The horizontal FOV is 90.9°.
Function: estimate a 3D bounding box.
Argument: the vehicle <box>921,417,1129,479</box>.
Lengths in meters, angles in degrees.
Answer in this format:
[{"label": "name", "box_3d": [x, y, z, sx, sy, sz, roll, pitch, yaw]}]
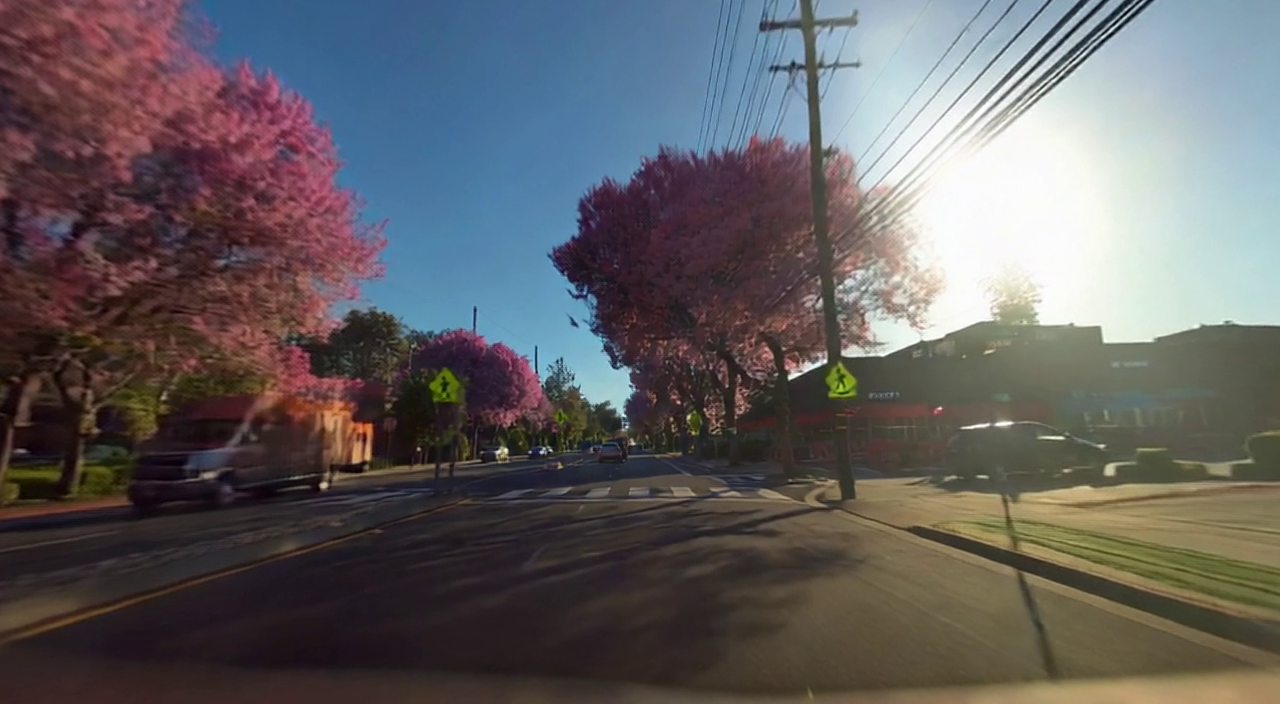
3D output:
[{"label": "vehicle", "box_3d": [12.351, 3.104, 20.385, 5.666, 1.815, 2.137, 2, -8, -11]}]

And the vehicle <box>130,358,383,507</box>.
[{"label": "vehicle", "box_3d": [-10.922, 2.491, 19.242, 2.836, 3.663, 7.511, 0, -8, 0]}]

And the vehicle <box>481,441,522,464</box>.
[{"label": "vehicle", "box_3d": [-10.545, 7.693, 48.409, 1.993, 1.661, 4.756, 0, -8, 1]}]

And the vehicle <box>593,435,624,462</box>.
[{"label": "vehicle", "box_3d": [-2.437, 7.635, 49.958, 2.202, 1.961, 4.980, 0, -8, 0]}]
